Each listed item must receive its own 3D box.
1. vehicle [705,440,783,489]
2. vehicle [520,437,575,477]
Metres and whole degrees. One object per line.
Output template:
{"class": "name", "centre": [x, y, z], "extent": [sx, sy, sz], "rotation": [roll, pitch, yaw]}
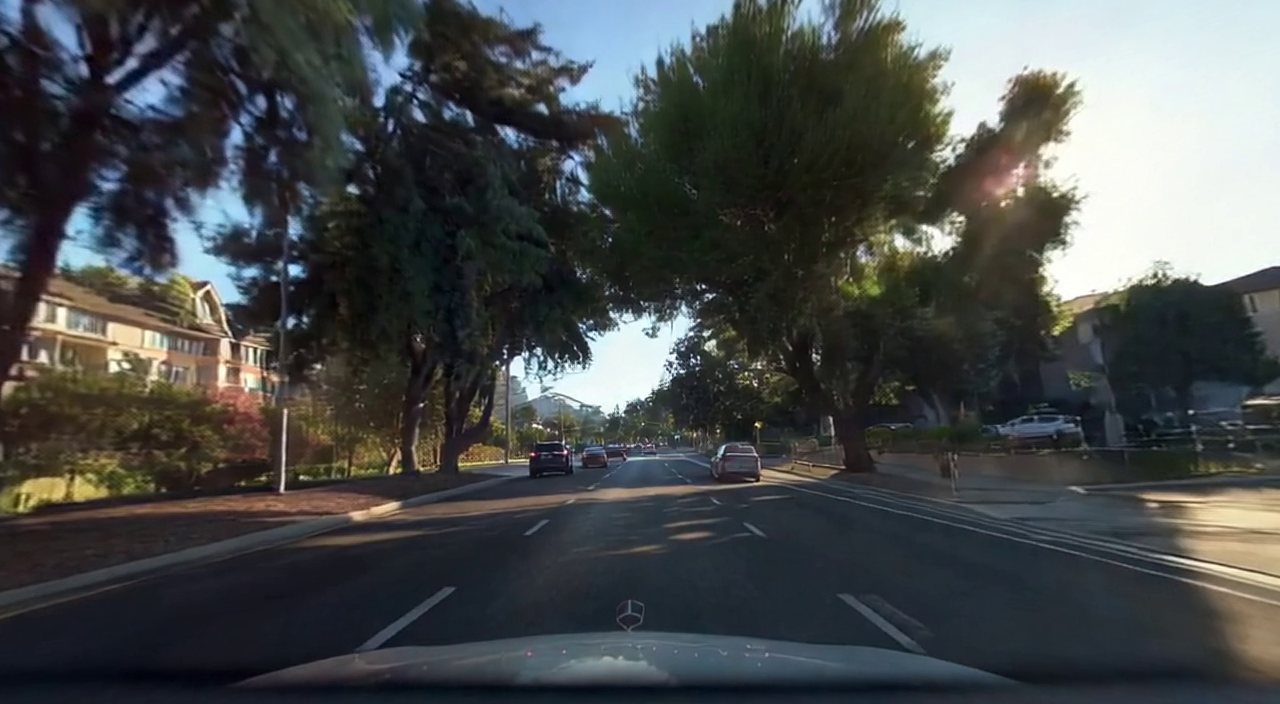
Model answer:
{"class": "vehicle", "centre": [3.476, 3.837, 21.881], "extent": [1.945, 1.530, 4.320], "rotation": [0, -8, 0]}
{"class": "vehicle", "centre": [-4.578, 5.282, 32.008], "extent": [2.216, 1.828, 4.886], "rotation": [0, -9, -2]}
